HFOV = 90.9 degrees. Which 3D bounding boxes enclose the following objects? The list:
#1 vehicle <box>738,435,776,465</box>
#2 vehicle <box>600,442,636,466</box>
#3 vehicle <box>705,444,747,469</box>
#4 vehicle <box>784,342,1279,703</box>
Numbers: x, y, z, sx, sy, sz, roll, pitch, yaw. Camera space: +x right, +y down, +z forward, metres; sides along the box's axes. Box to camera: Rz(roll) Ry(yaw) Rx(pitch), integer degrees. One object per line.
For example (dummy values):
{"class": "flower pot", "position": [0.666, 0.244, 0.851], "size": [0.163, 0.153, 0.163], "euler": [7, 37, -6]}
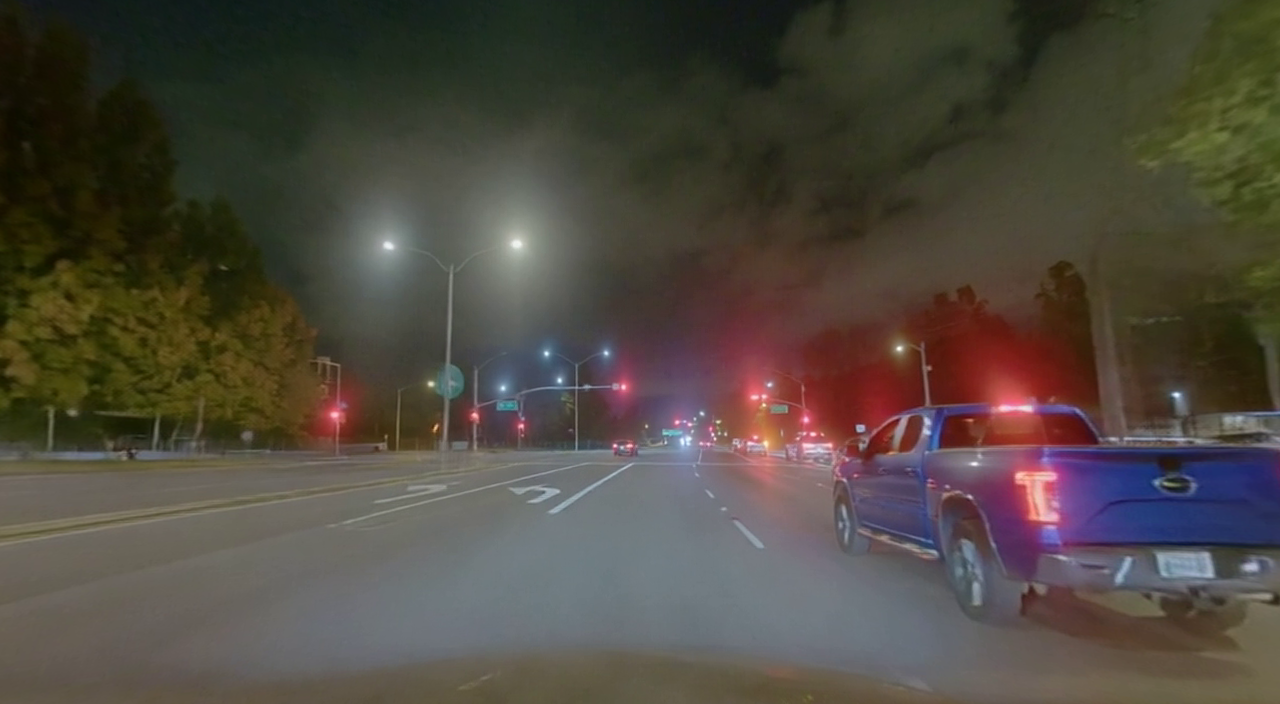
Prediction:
{"class": "vehicle", "position": [9.044, 7.592, 49.070], "size": [2.186, 2.202, 5.426], "euler": [-1, -9, 3]}
{"class": "vehicle", "position": [-1.483, 7.078, 43.762], "size": [1.958, 1.542, 4.175], "euler": [-1, -9, 5]}
{"class": "vehicle", "position": [5.720, 6.989, 42.405], "size": [2.292, 1.563, 4.734], "euler": [-1, -8, 2]}
{"class": "vehicle", "position": [3.200, 1.250, 5.806], "size": [2.333, 1.777, 5.713], "euler": [0, -8, -1]}
